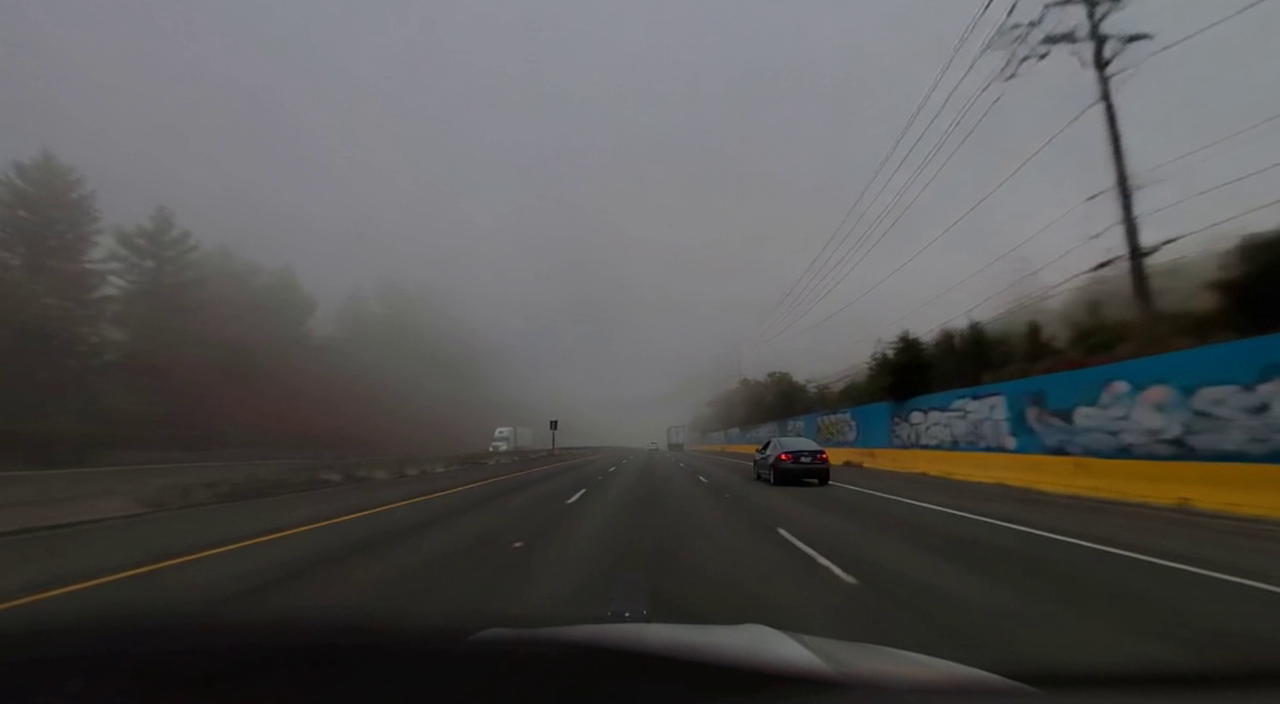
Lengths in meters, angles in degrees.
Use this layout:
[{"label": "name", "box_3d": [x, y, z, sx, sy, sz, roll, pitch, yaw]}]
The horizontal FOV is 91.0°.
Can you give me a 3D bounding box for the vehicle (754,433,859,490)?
[{"label": "vehicle", "box_3d": [4.741, 3.162, 18.539, 1.991, 1.494, 3.951, 0, -8, 0]}]
